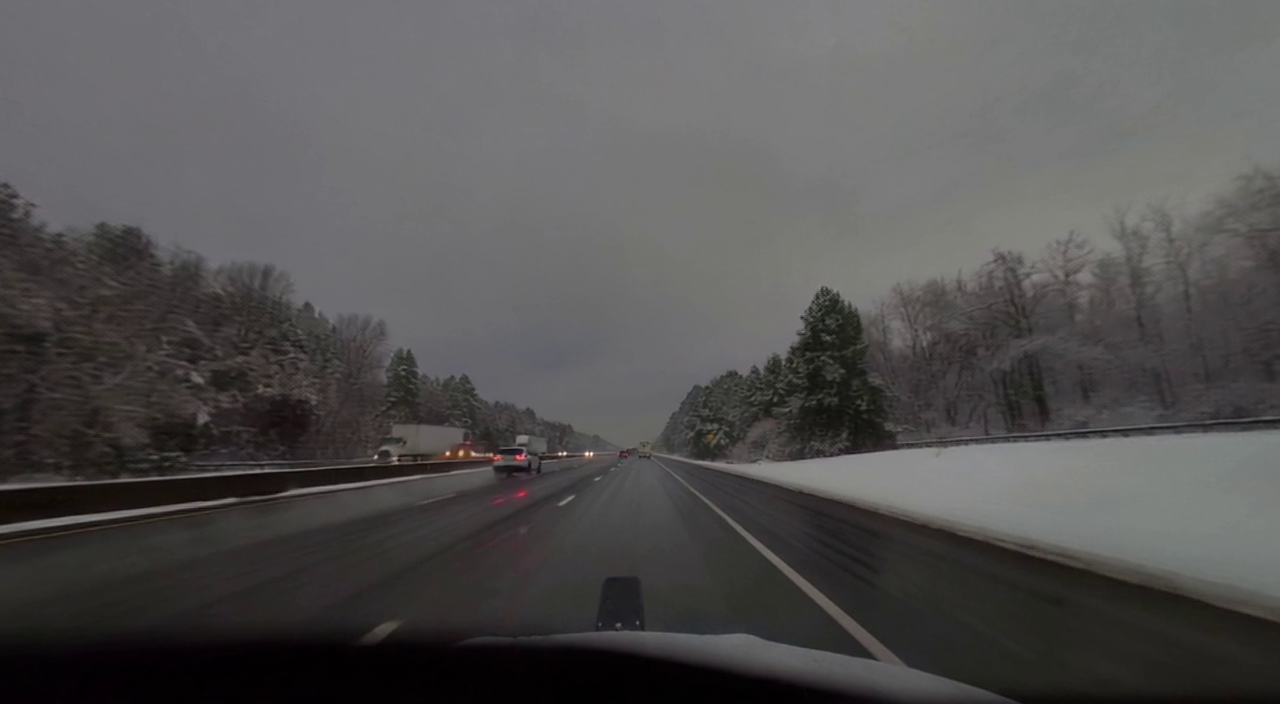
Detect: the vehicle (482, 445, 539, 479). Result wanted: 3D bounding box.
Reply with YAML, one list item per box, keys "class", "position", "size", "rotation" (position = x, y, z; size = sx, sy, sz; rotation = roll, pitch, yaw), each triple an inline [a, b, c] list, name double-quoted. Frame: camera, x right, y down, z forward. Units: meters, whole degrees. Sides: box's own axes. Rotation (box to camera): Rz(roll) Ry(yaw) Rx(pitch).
- class: "vehicle"
  position: [-6.851, 5.832, 33.763]
  size: [2.115, 1.664, 4.259]
  rotation: [0, -9, 0]
